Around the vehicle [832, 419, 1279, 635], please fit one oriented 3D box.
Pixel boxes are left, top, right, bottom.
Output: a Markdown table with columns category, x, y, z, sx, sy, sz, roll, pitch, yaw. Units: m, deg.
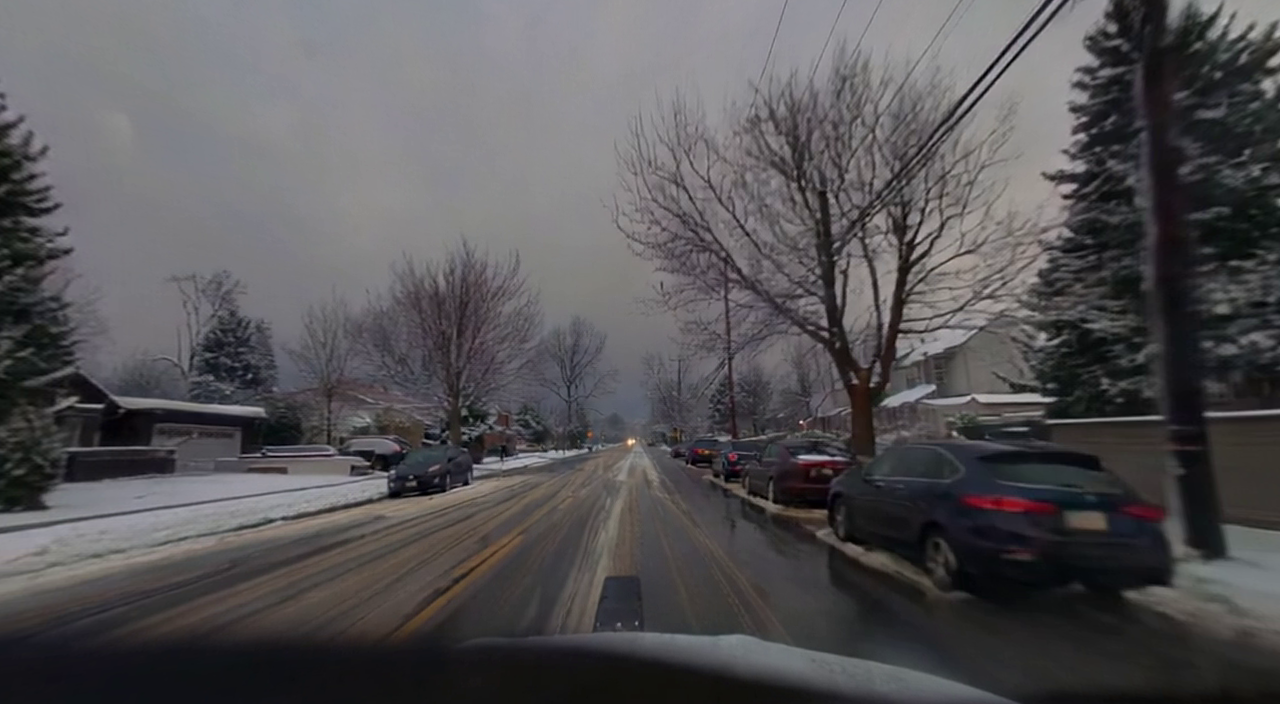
| category | x | y | z | sx | sy | sz | roll | pitch | yaw |
| --- | --- | --- | --- | --- | --- | --- | --- | --- | --- |
| vehicle | 3.819 | 1.606 | 6.951 | 1.917 | 1.569 | 4.460 | 0 | -8 | -1 |

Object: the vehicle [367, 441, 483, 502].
| category | x | y | z | sx | sy | sz | roll | pitch | yaw |
| --- | --- | --- | --- | --- | --- | --- | --- | --- | --- |
| vehicle | -6.372 | 3.532 | 19.281 | 1.985 | 1.497 | 4.655 | -2 | -7 | 0 |

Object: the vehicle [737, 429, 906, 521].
| category | x | y | z | sx | sy | sz | roll | pitch | yaw |
| --- | --- | --- | --- | --- | --- | --- | --- | --- | --- |
| vehicle | 3.708 | 2.610 | 14.110 | 2.157 | 1.639 | 5.297 | 0 | -8 | -1 |

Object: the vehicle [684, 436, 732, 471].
| category | x | y | z | sx | sy | sz | roll | pitch | yaw |
| --- | --- | --- | --- | --- | --- | --- | --- | --- | --- |
| vehicle | 3.697 | 5.607 | 35.073 | 2.039 | 1.780 | 4.884 | 0 | -8 | -1 |

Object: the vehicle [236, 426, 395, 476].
| category | x | y | z | sx | sy | sz | roll | pitch | yaw |
| --- | --- | --- | --- | --- | --- | --- | --- | --- | --- |
| vehicle | -14.186 | 4.348 | 27.792 | 5.681 | 2.094 | 2.344 | 0 | -8 | 0 |
